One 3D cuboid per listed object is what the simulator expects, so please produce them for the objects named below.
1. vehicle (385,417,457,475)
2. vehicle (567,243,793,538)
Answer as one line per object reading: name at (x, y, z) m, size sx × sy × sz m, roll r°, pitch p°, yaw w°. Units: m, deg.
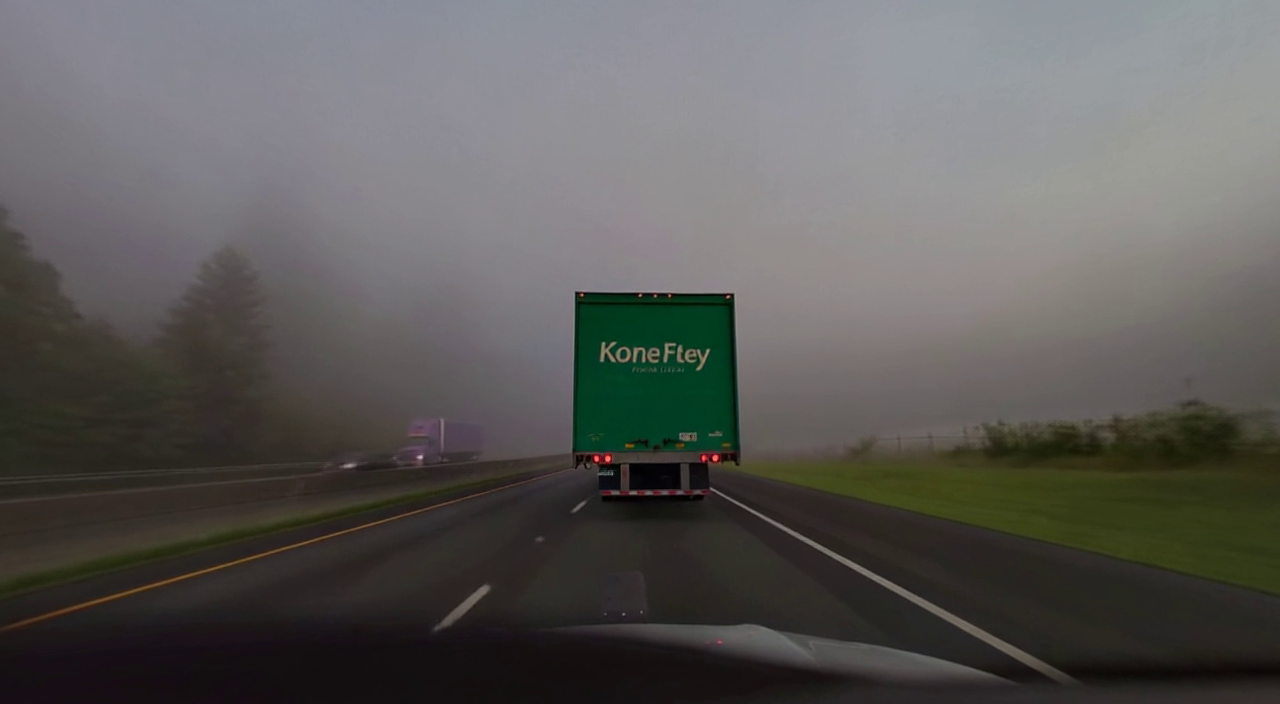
vehicle at (-16.041, 6.971, 46.661) m, size 2.997 × 3.998 × 5.894 m, roll 0°, pitch -9°, yaw 1°
vehicle at (0.514, 1.616, 16.439) m, size 3.230 × 4.377 × 14.405 m, roll 0°, pitch -9°, yaw 0°
